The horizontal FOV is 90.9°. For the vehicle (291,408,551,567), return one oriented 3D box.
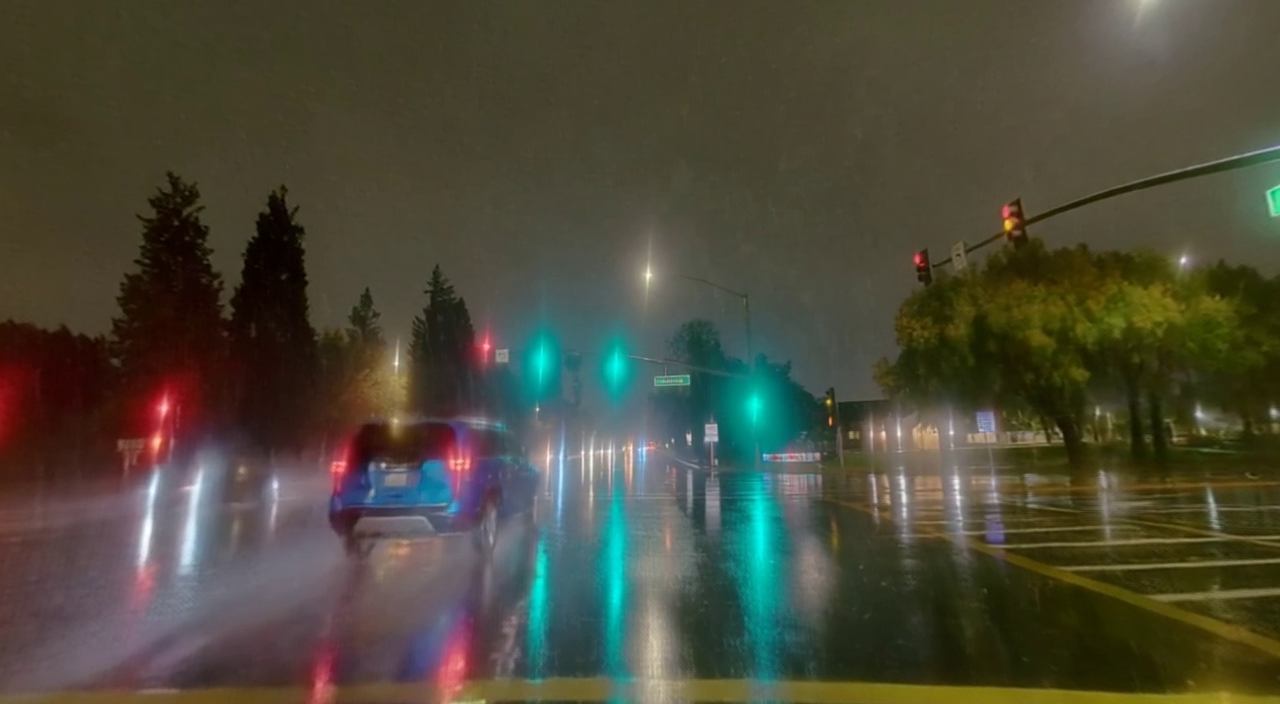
[{"bbox_3d":[-2.839,1.876,9.517,2.123,1.799,4.425,-1,-8,3],"label":"vehicle"}]

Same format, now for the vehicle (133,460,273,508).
[{"bbox_3d":[-16.030,4.829,23.478,2.028,1.455,4.421,-1,-8,1],"label":"vehicle"}]
